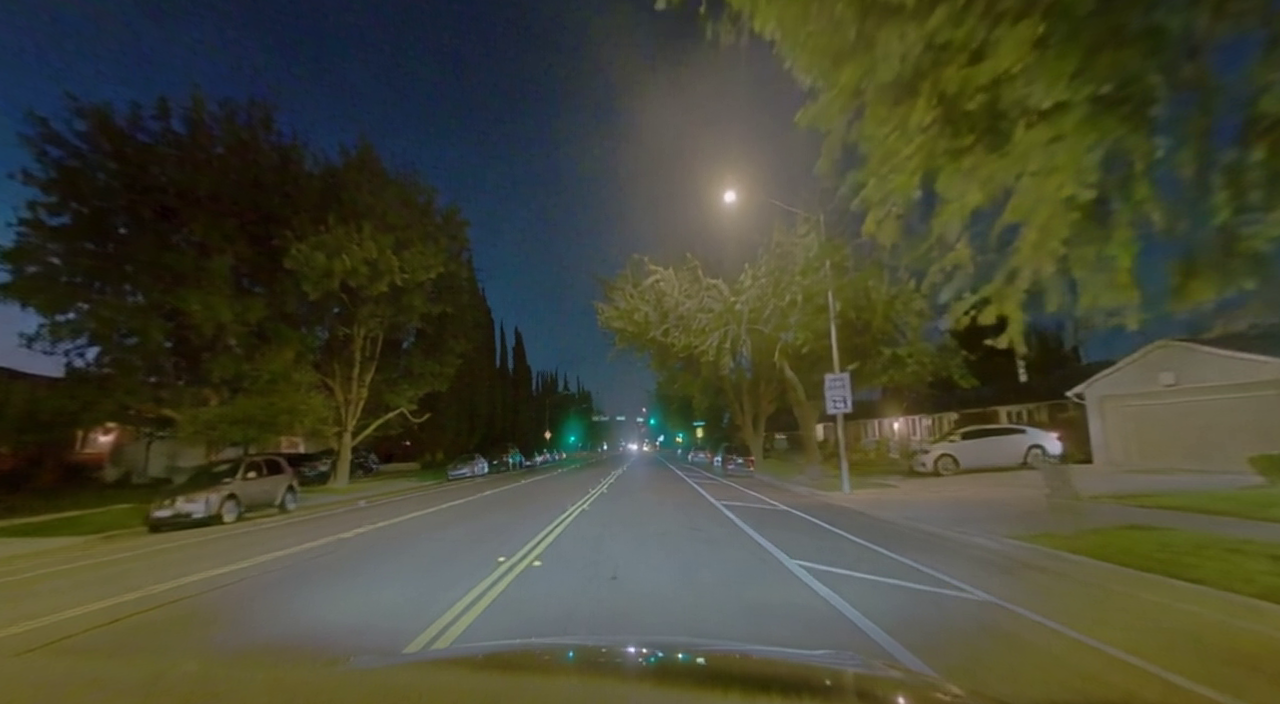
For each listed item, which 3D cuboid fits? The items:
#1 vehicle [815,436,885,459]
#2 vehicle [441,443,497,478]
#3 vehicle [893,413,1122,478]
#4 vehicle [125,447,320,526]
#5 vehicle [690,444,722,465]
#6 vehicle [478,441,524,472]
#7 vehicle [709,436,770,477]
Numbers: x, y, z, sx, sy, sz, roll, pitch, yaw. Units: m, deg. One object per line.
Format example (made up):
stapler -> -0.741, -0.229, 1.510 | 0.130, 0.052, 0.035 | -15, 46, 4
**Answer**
vehicle -> 13.885, 6.329, 41.989 | 3.966, 1.500, 1.998 | 0, -8, 2
vehicle -> -10.276, 6.579, 38.347 | 2.117, 1.865, 4.570 | -2, -10, 0
vehicle -> 12.842, 3.337, 22.461 | 6.619, 1.884, 2.225 | -3, -9, 1
vehicle -> -10.593, 3.429, 16.564 | 2.082, 1.661, 4.403 | -3, -10, 1
vehicle -> 4.767, 7.492, 46.333 | 1.908, 1.477, 4.920 | 0, -8, 1
vehicle -> -10.210, 7.714, 46.879 | 2.225, 2.037, 5.158 | -4, -8, 0
vehicle -> 4.903, 5.227, 31.833 | 2.215, 1.886, 4.577 | 0, -8, -1
